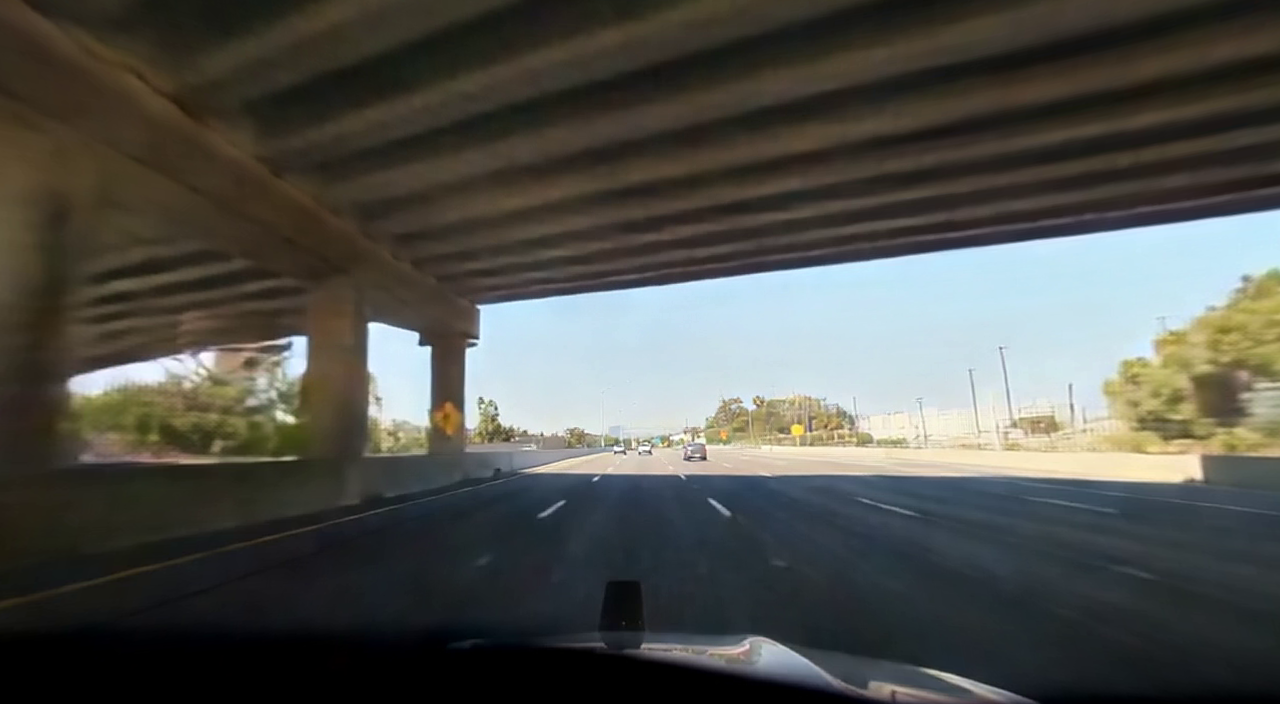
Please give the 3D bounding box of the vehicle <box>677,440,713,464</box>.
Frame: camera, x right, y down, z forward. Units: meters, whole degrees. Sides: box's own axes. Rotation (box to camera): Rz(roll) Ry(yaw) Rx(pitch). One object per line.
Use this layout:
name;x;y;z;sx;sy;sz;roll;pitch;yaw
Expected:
vehicle;3.634;6.703;42.428;1.949;1.515;4.374;0;-8;-1
